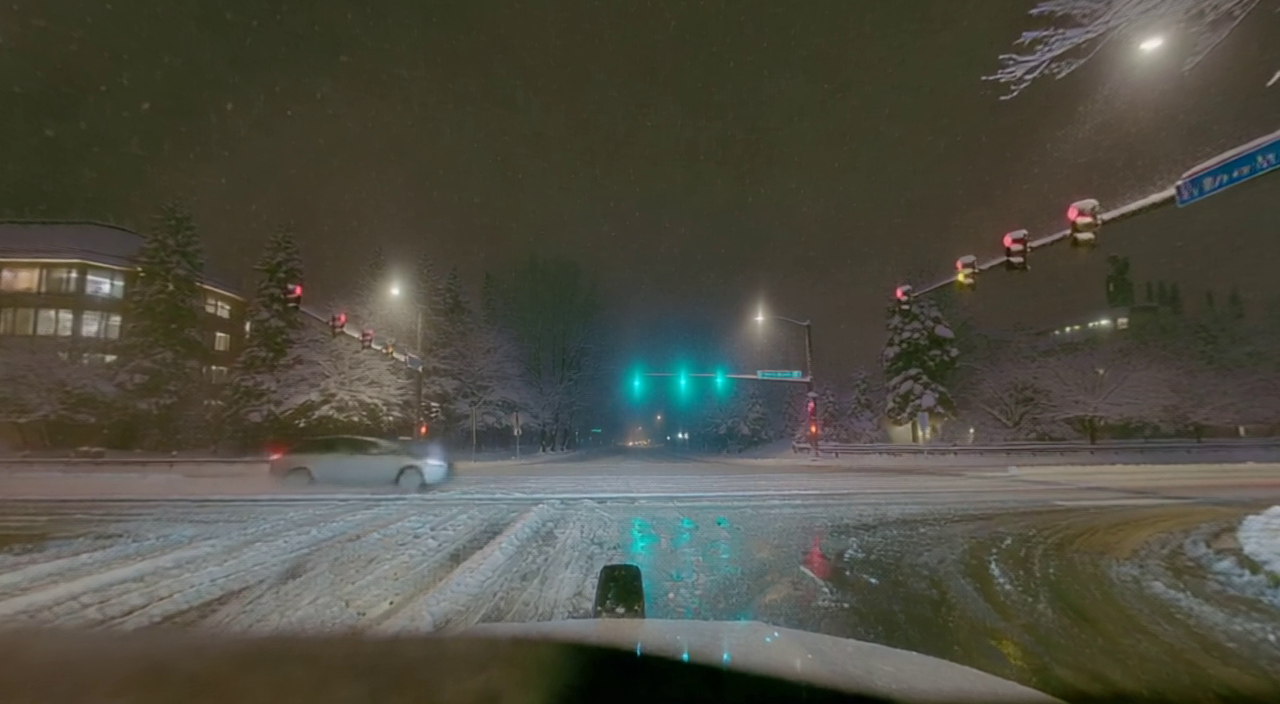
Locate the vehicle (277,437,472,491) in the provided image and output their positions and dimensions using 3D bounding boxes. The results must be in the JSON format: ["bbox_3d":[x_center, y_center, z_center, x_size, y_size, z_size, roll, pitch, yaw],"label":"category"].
[{"bbox_3d":[-7.681,3.281,18.670,4.838,1.468,2.052,0,-9,1],"label":"vehicle"}]
